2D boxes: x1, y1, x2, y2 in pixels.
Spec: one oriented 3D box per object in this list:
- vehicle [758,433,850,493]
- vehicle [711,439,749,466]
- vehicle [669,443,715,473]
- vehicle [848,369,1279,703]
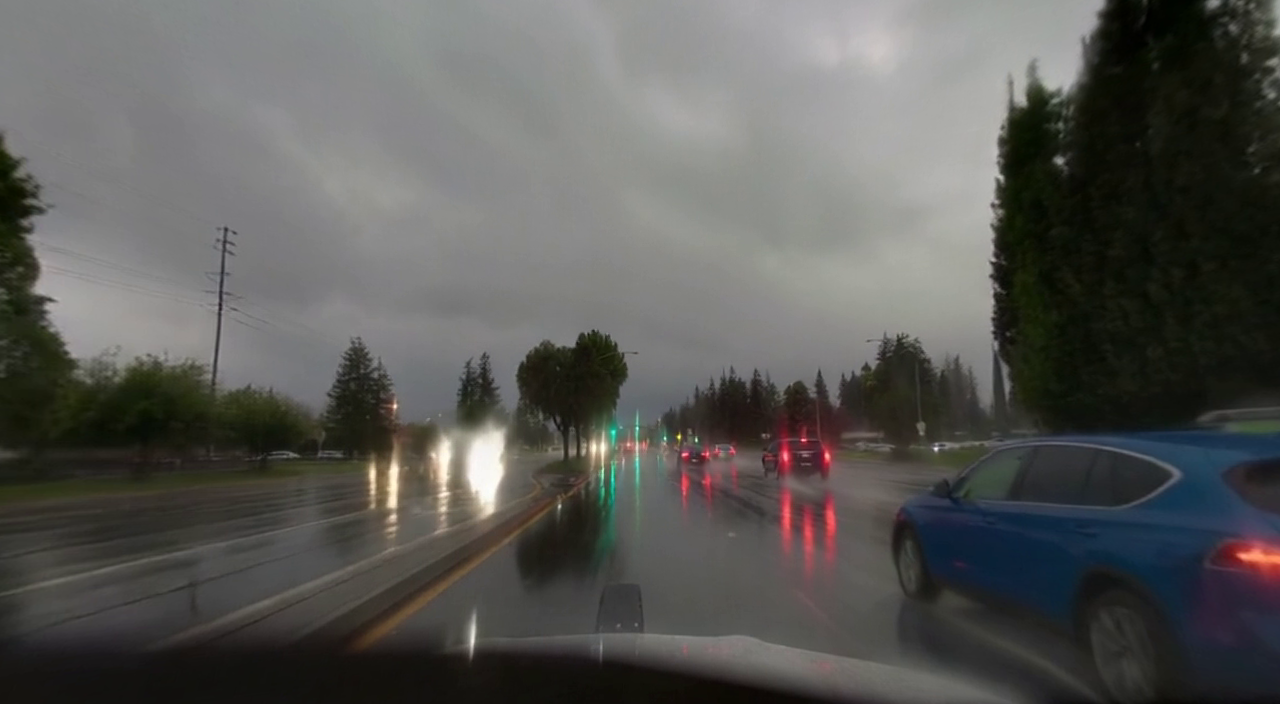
[{"bbox_3d":[5.104,3.496,20.183,2.075,1.698,4.142,-1,-8,4],"label":"vehicle"},{"bbox_3d":[6.394,7.156,44.968,1.919,1.774,4.720,0,-8,-1],"label":"vehicle"},{"bbox_3d":[2.682,5.567,33.387,1.980,1.484,4.093,0,-8,-1],"label":"vehicle"},{"bbox_3d":[3.132,1.086,3.851,1.932,1.547,4.992,0,-8,-1],"label":"vehicle"}]
